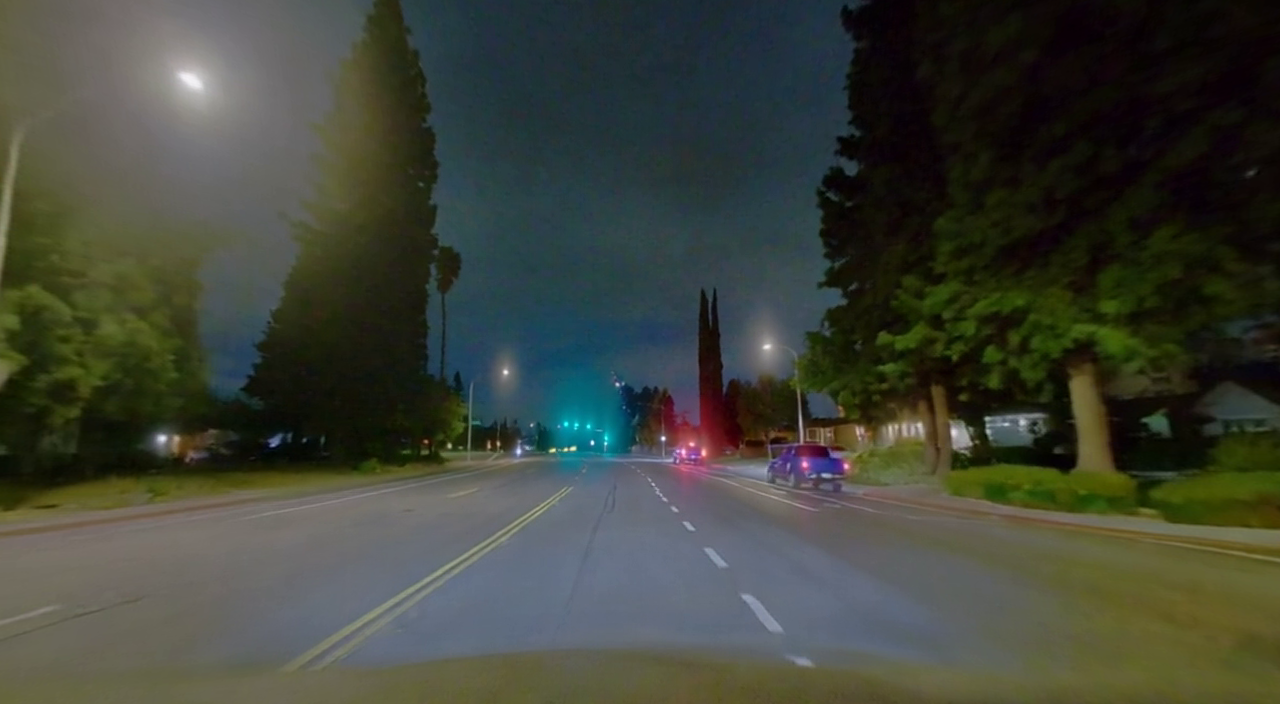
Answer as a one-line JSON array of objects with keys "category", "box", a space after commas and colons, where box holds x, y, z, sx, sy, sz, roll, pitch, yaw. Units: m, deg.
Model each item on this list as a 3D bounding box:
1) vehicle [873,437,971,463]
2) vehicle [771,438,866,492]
[{"category": "vehicle", "box": [16.128, 5.632, 36.281, 4.656, 1.466, 1.924, 0, -8, -1]}, {"category": "vehicle", "box": [6.261, 3.992, 22.727, 2.024, 1.710, 4.525, 0, -9, -1]}]
